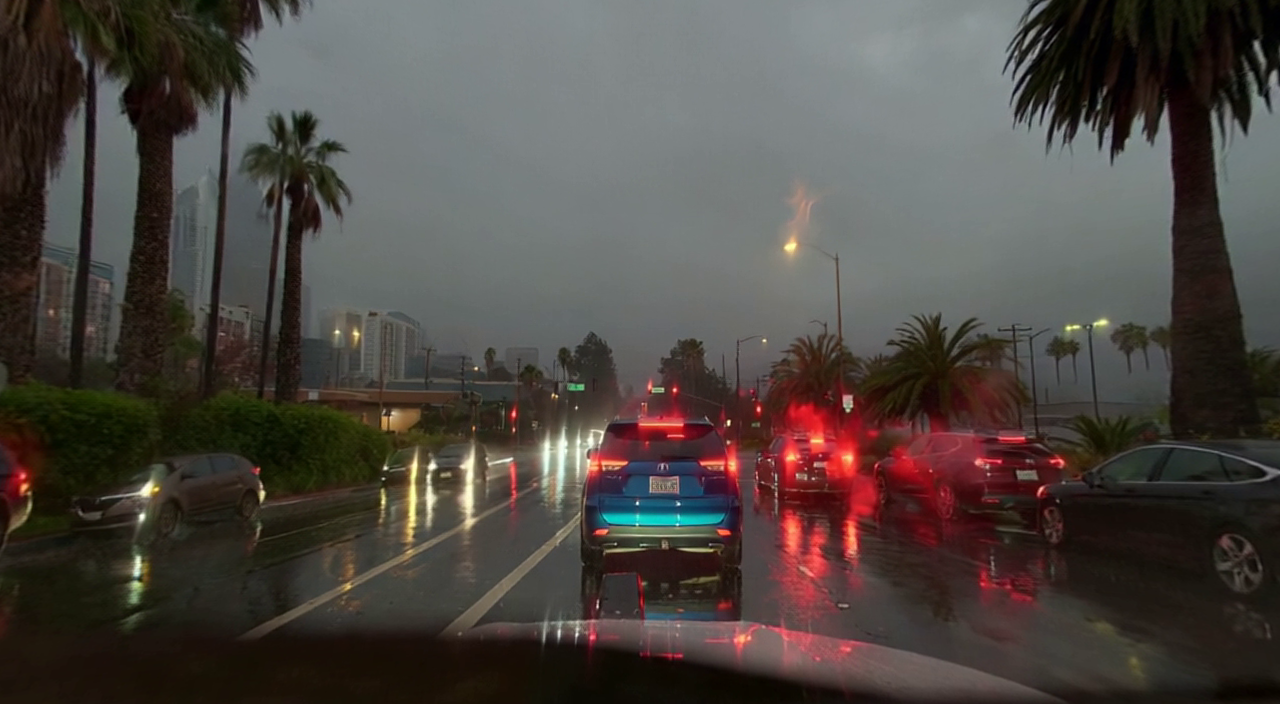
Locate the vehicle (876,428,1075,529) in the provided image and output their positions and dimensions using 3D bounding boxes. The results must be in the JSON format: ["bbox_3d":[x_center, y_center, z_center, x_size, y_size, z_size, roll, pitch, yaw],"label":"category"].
[{"bbox_3d":[6.663,2.529,13.235,1.930,1.736,4.329,-1,-8,3],"label":"vehicle"}]

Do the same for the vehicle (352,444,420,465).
[{"bbox_3d":[-18.732,7.550,46.663,1.759,1.457,4.297,-7,-11,37],"label":"vehicle"}]

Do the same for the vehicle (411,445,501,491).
[{"bbox_3d":[-6.585,4.158,23.159,1.928,1.475,4.645,0,-8,0],"label":"vehicle"}]

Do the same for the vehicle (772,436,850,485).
[{"bbox_3d":[6.547,4.174,24.612,1.948,1.729,4.023,0,-8,1],"label":"vehicle"}]

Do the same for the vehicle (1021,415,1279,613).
[{"bbox_3d":[6.435,1.602,6.921,1.935,1.672,4.139,0,-8,1],"label":"vehicle"}]

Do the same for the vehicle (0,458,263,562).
[{"bbox_3d":[-9.583,2.817,11.941,2.054,1.467,4.595,-3,-9,1],"label":"vehicle"}]

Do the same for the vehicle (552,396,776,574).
[{"bbox_3d":[0.258,1.667,8.636,2.264,1.798,4.258,0,-8,1],"label":"vehicle"}]
